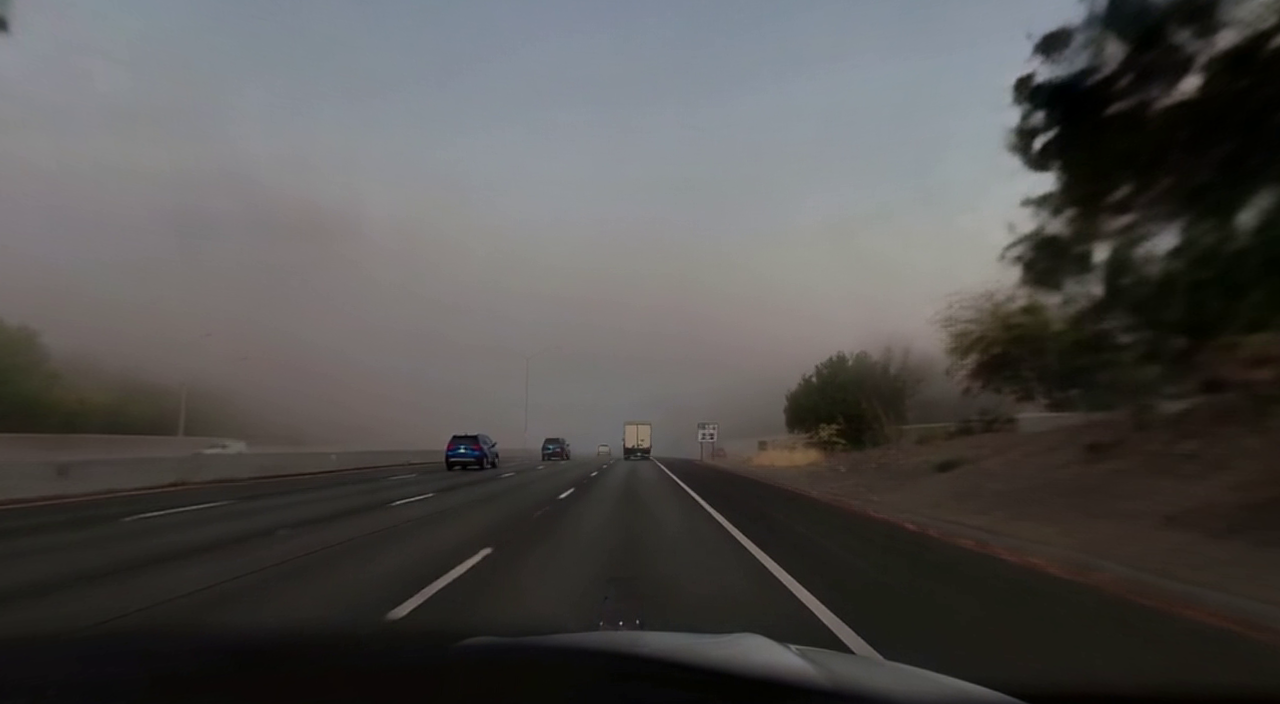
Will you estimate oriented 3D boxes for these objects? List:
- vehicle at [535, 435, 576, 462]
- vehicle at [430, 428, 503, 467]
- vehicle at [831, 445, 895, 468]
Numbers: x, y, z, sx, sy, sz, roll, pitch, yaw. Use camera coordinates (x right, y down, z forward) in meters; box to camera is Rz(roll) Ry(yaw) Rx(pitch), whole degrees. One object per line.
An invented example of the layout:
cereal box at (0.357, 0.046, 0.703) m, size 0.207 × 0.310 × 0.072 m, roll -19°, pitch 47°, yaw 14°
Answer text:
vehicle at (-6.600, 7.665, 49.999) m, size 2.502 × 1.997 × 5.697 m, roll 0°, pitch -9°, yaw 0°
vehicle at (-10.510, 5.898, 38.911) m, size 2.571 × 2.169 × 6.443 m, roll 0°, pitch -9°, yaw 1°
vehicle at (15.020, 7.062, 42.710) m, size 2.075 × 1.510 × 4.569 m, roll 2°, pitch -9°, yaw -10°
